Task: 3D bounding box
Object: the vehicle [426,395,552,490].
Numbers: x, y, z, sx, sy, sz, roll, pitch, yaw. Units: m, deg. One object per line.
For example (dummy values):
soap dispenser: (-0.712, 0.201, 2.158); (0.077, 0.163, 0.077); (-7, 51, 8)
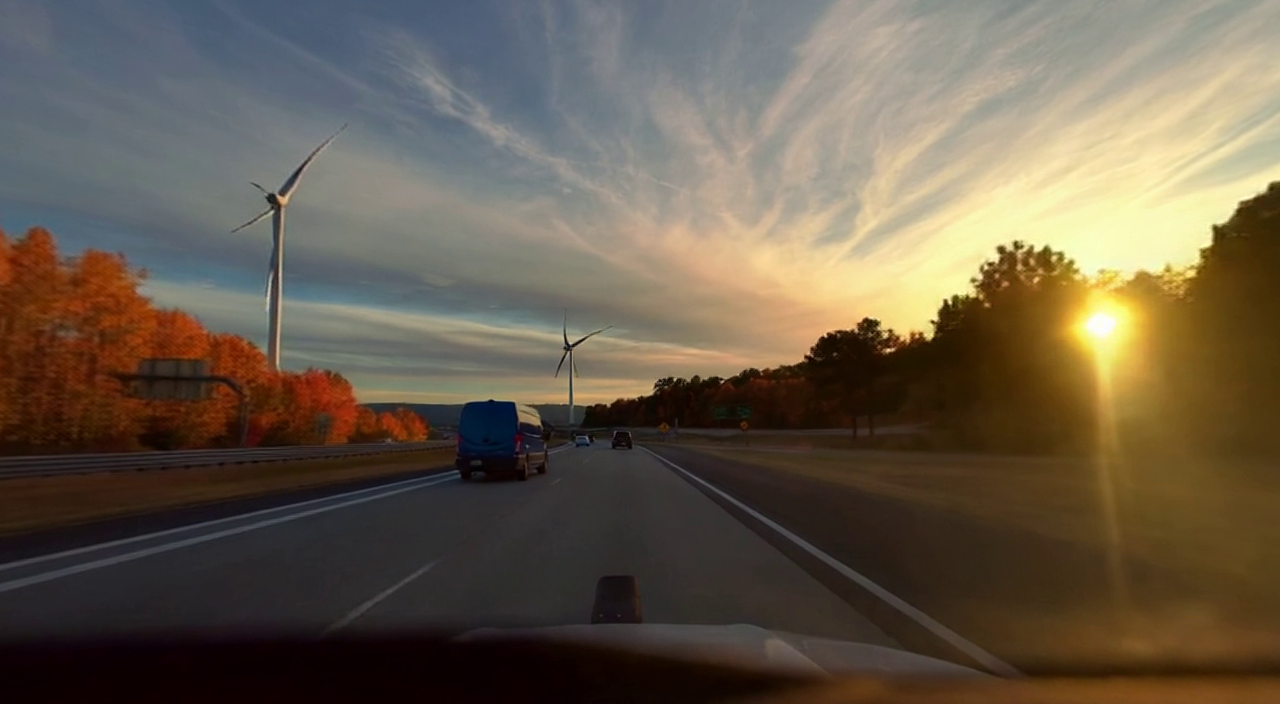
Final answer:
vehicle: (-4.052, 2.554, 17.981); (2.303, 2.323, 5.089); (0, -8, 0)
